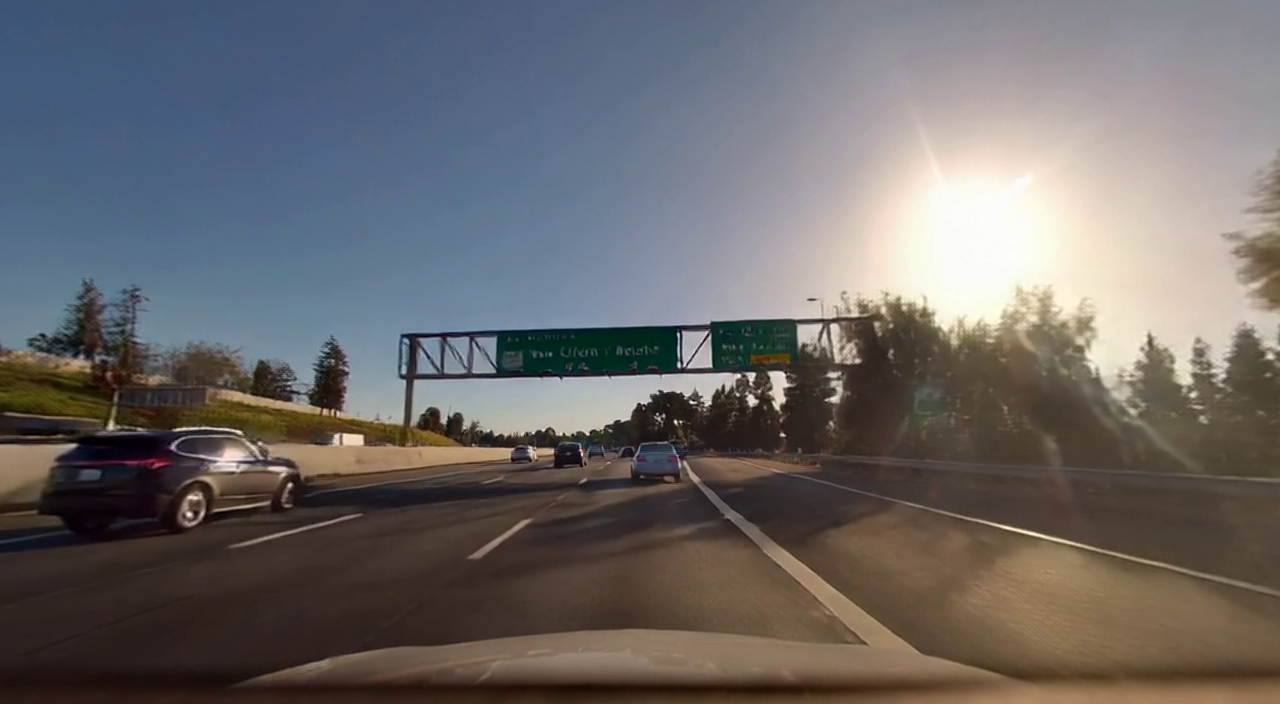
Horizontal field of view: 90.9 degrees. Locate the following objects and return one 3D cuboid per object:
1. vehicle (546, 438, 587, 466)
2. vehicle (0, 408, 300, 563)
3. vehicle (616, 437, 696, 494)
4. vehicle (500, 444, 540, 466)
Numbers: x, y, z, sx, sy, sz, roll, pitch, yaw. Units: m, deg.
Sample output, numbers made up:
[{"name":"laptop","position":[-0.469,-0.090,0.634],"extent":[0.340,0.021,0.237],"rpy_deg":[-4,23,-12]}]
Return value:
[{"name":"vehicle","position":[-4.759,6.593,41.698],"extent":[2.289,1.777,4.534],"rpy_deg":[0,-8,-2]},{"name":"vehicle","position":[-7.804,1.924,9.893],"extent":[2.206,1.788,4.914],"rpy_deg":[0,-8,0]},{"name":"vehicle","position":[0.357,3.259,18.530],"extent":[2.082,1.482,4.126],"rpy_deg":[0,-8,-2]},{"name":"vehicle","position":[-8.455,7.280,44.753],"extent":[1.974,1.464,4.733],"rpy_deg":[0,-8,-1]}]
